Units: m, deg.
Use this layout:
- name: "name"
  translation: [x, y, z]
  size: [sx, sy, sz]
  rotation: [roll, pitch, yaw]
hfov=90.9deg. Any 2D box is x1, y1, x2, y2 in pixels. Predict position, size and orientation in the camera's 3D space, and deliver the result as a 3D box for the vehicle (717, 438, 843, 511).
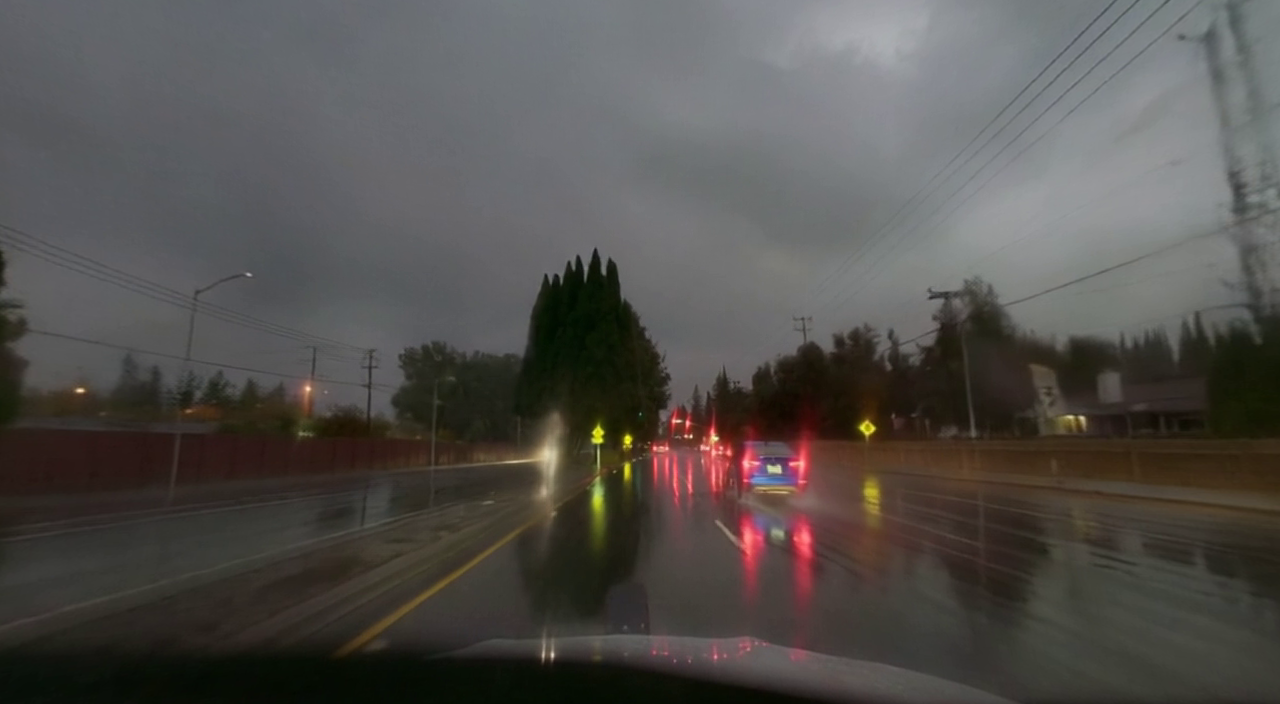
- name: "vehicle"
  translation: [3.164, 2.861, 15.232]
  size: [2.063, 1.481, 4.247]
  rotation: [0, -8, 0]
